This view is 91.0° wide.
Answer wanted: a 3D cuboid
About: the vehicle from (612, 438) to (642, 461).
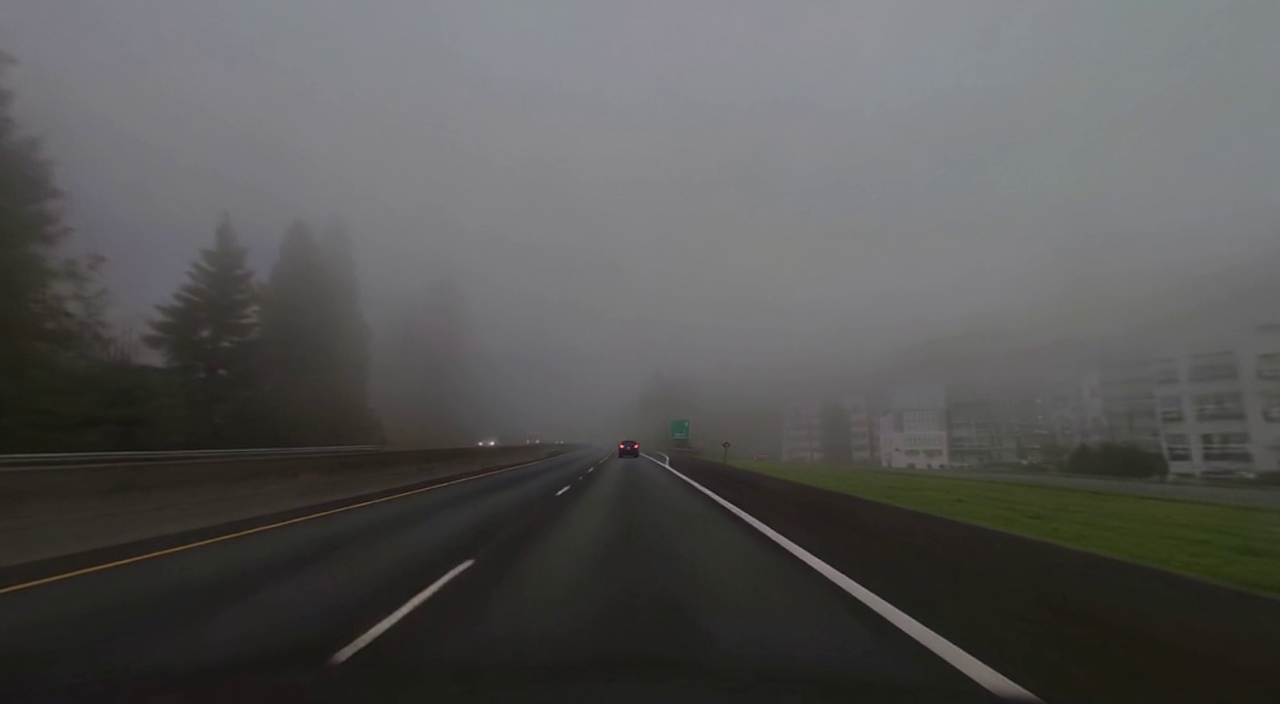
[{"bbox_3d":[-0.966,6.917,44.808,2.099,1.504,3.843,0,-8,-2],"label":"vehicle"}]
